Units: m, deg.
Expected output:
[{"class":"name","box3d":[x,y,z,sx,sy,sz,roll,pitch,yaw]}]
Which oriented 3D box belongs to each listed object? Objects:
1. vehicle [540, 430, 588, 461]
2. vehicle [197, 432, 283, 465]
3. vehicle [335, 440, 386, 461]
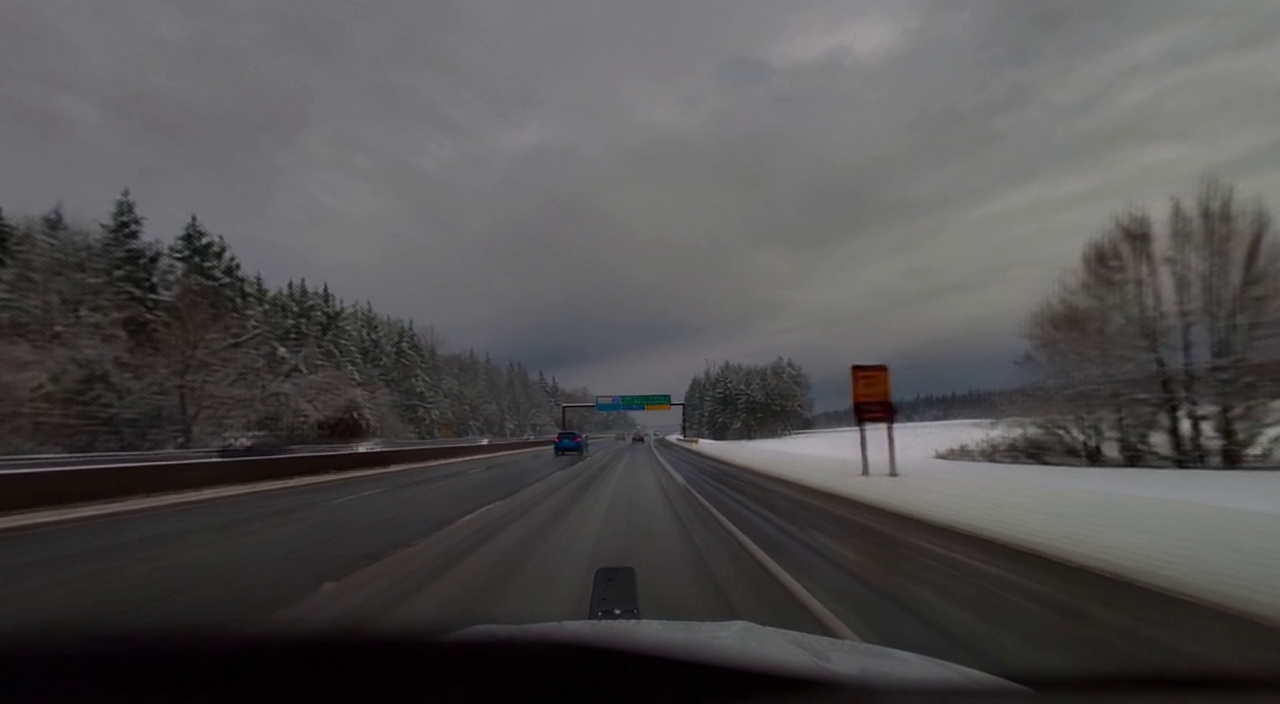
[{"class":"vehicle","box3d":[-4.192,5.226,35.495,2.052,1.626,4.514,0,-8,1]},{"class":"vehicle","box3d":[-24.654,5.953,39.071,2.069,1.916,4.876,0,-8,0]},{"class":"vehicle","box3d":[-20.043,7.065,45.362,1.799,1.413,4.065,0,-8,0]}]
